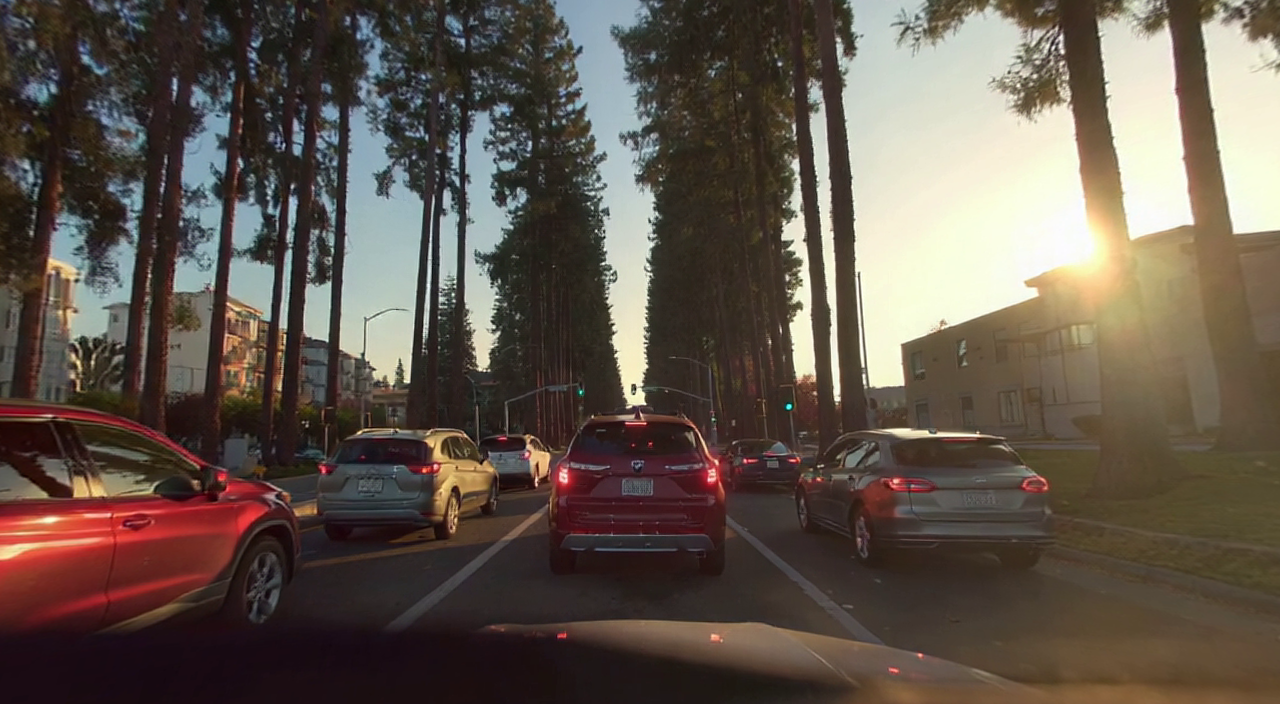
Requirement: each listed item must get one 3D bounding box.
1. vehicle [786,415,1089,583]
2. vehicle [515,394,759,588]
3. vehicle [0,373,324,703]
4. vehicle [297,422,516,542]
[{"bbox_3d":[3.263,1.664,7.871,1.922,1.579,3.642,0,-8,-1],"label":"vehicle"},{"bbox_3d":[-0.013,1.551,7.774,2.193,1.744,4.033,0,-8,0],"label":"vehicle"},{"bbox_3d":[-3.784,0.997,3.307,1.929,1.641,4.193,0,-8,2],"label":"vehicle"},{"bbox_3d":[-3.655,2.115,10.921,2.042,1.641,4.314,0,-8,1],"label":"vehicle"}]
